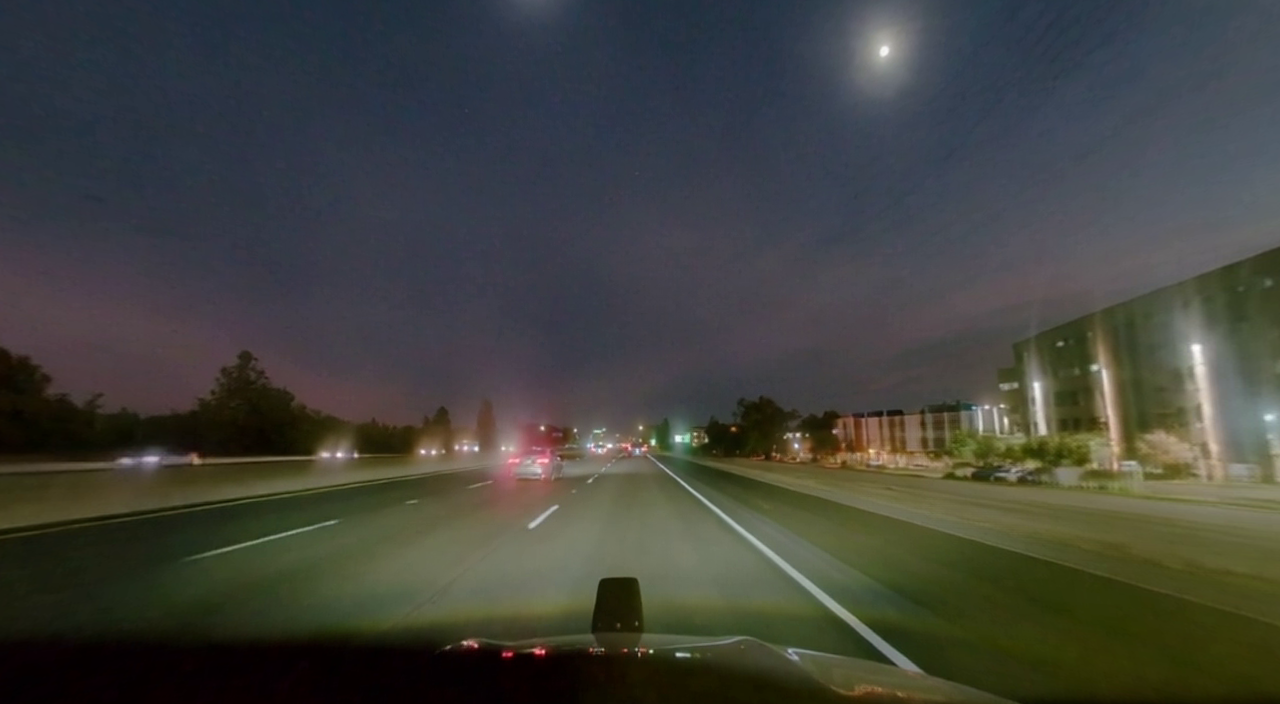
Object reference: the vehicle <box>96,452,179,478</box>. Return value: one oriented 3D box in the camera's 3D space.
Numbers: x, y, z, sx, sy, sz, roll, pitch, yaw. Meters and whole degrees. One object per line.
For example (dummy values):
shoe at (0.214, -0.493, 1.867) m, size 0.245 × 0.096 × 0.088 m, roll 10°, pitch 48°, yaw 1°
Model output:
vehicle at (-31.743, 7.140, 40.067) m, size 1.782 × 1.470 × 4.149 m, roll 0°, pitch -9°, yaw 0°

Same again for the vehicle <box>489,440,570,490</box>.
vehicle at (-3.536, 3.695, 20.948) m, size 1.920 × 1.463 × 4.134 m, roll 0°, pitch -9°, yaw 0°
